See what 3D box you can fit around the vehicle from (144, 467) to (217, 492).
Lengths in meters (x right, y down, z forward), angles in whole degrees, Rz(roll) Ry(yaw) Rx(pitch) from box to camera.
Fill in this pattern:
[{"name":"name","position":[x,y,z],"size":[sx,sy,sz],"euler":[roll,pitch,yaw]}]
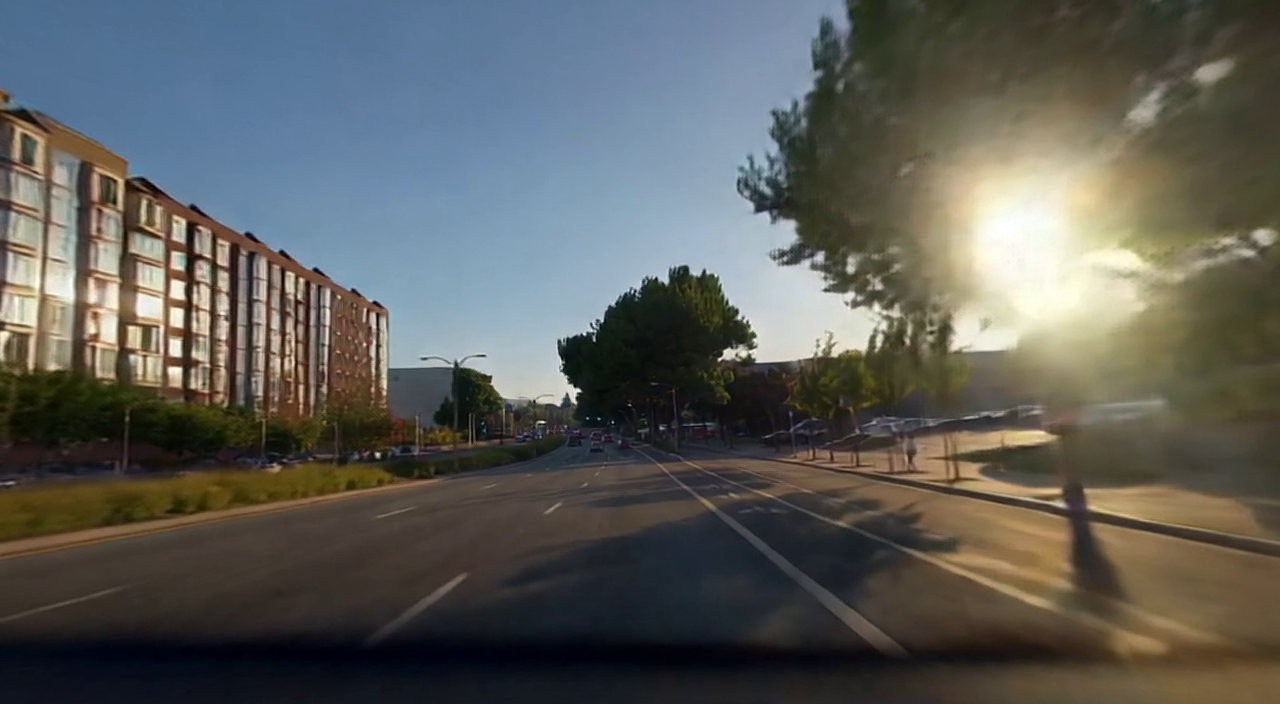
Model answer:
[{"name":"vehicle","position":[-33.526,9.282,46.221],"size":[2.020,1.552,4.568],"euler":[0,-8,-2]}]
